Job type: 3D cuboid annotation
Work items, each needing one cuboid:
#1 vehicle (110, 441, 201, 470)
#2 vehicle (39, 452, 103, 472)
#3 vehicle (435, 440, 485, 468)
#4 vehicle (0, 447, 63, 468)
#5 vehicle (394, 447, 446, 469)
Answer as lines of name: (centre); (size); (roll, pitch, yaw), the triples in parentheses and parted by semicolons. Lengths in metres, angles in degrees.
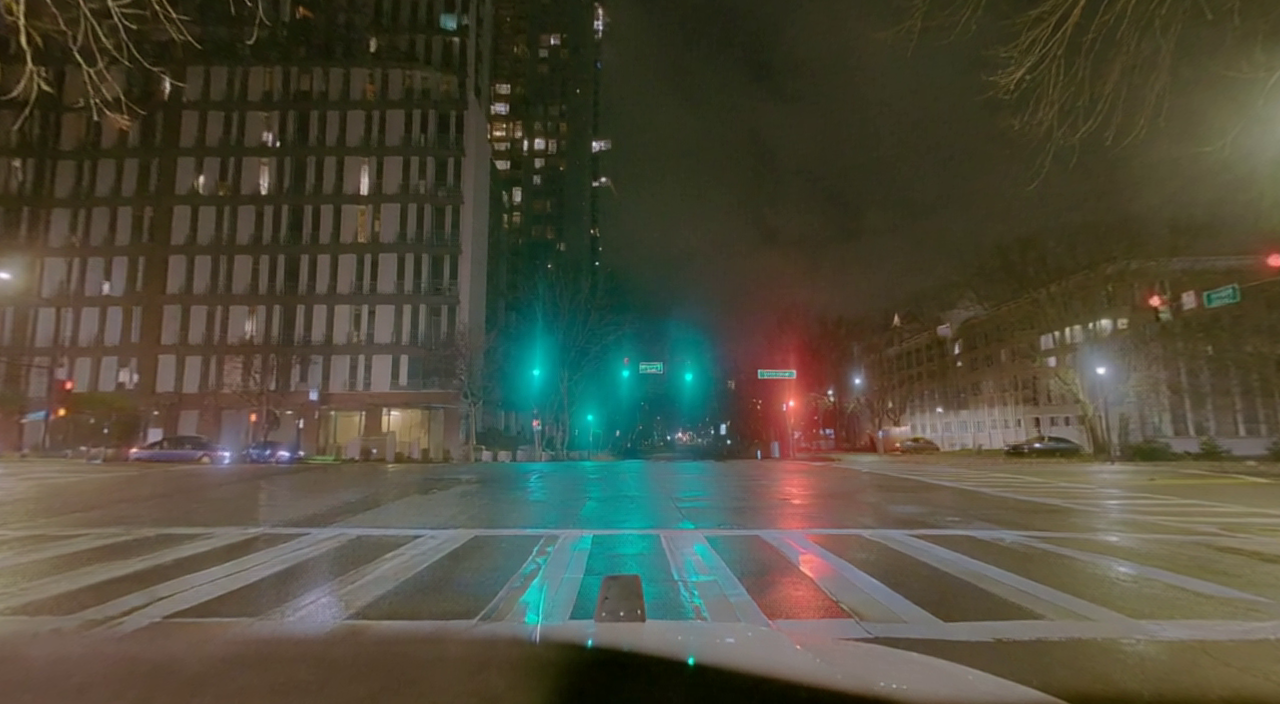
vehicle: (-34.901, 7.423, 45.728); (2.204, 1.955, 5.518); (0, -8, 0)
vehicle: (-41.594, 8.023, 46.247); (1.552, 1.339, 3.340); (-2, -9, 0)
vehicle: (-11.965, 6.804, 42.316); (2.080, 1.763, 4.341); (0, -8, 0)
vehicle: (-45.268, 7.771, 46.595); (1.858, 1.467, 3.624); (0, -8, 0)
vehicle: (-15.513, 7.446, 44.790); (2.056, 1.450, 4.343); (0, -8, 0)
